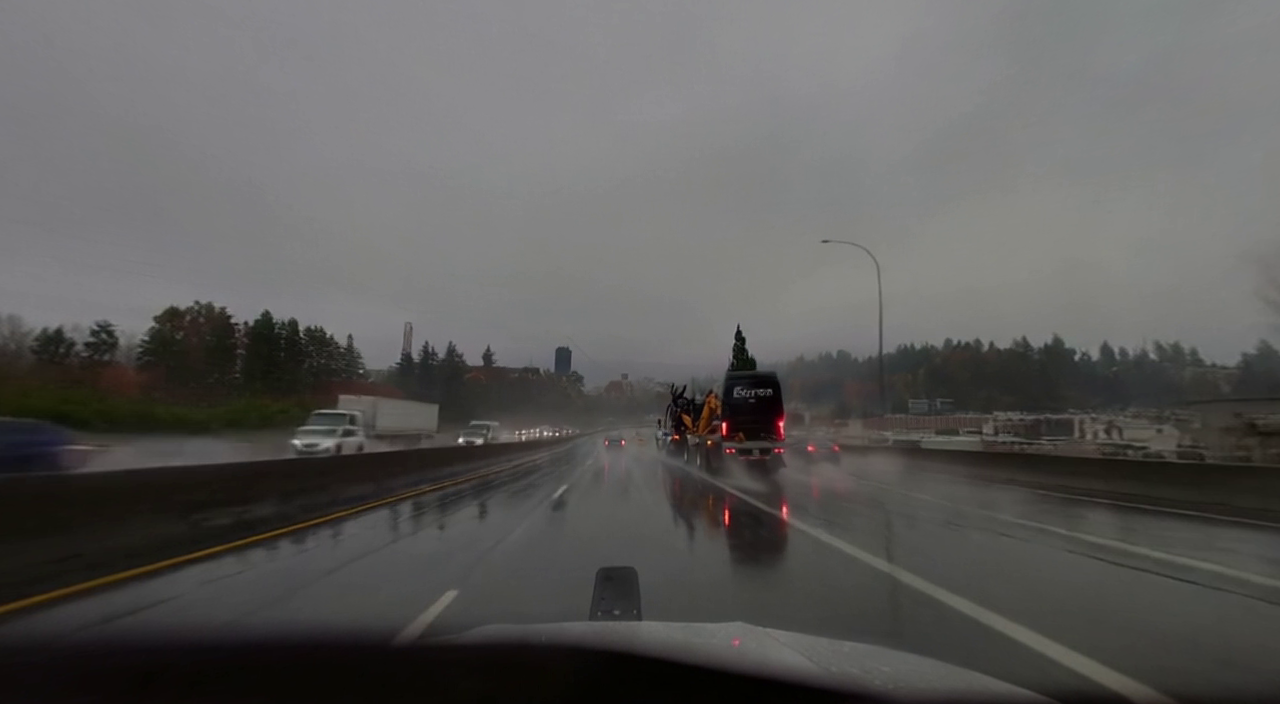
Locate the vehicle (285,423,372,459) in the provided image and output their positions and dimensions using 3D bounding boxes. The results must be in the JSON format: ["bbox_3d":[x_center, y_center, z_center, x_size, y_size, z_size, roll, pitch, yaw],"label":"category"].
[{"bbox_3d":[-15.682,4.513,32.000,2.205,1.666,4.526,0,-8,-2],"label":"vehicle"}]

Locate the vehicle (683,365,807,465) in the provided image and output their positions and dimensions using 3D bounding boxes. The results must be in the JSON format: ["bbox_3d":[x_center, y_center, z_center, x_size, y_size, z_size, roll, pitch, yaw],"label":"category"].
[{"bbox_3d":[3.624,2.563,24.207,2.833,3.180,8.004,1,-8,-4],"label":"vehicle"}]

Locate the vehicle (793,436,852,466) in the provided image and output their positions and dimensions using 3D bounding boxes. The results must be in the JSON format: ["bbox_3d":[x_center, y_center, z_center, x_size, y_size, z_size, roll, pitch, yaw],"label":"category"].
[{"bbox_3d":[9.748,5.287,33.973,1.820,1.469,4.257,0,-8,-1],"label":"vehicle"}]

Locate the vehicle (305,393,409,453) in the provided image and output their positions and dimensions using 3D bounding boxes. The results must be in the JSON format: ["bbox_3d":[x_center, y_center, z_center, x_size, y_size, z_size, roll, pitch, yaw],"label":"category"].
[{"bbox_3d":[-19.854,5.229,45.153,3.022,3.791,10.271,0,-8,-3],"label":"vehicle"}]
